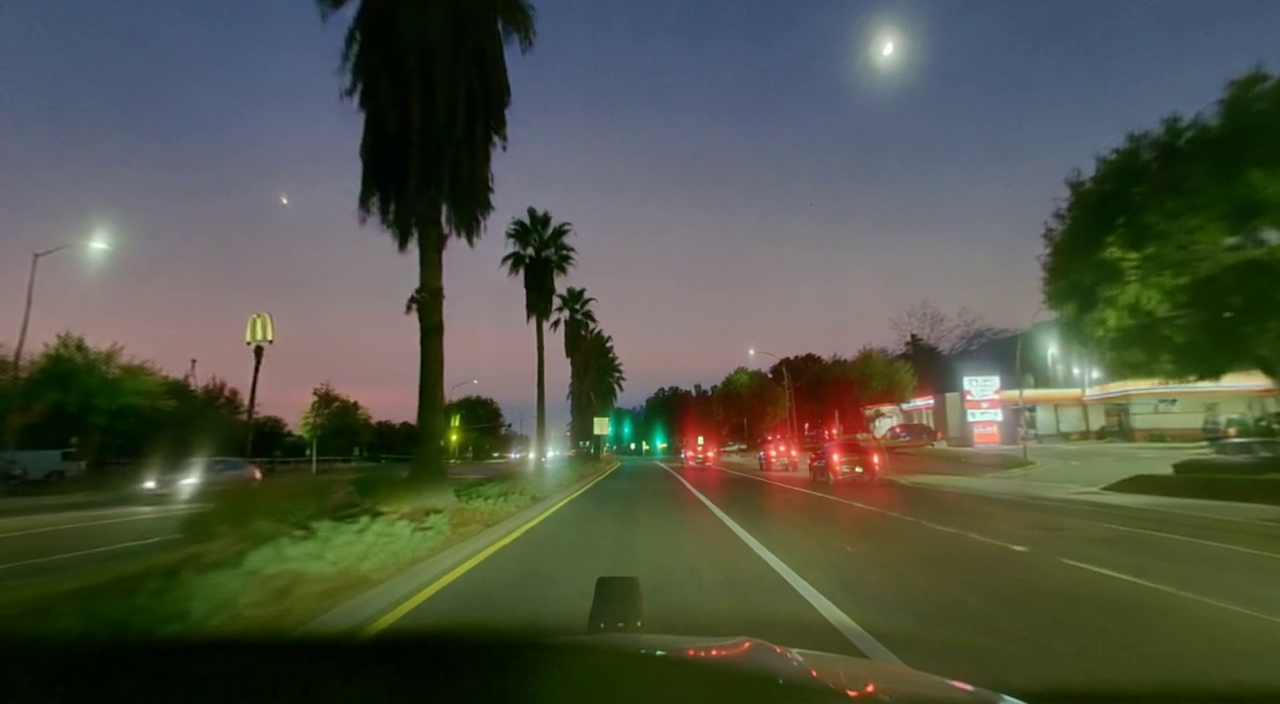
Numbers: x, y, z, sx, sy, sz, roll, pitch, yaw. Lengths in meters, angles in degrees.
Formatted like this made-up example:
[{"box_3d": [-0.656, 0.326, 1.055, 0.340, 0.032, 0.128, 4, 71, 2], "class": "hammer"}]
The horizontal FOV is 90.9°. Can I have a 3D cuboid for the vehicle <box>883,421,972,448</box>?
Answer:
[{"box_3d": [18.701, 5.396, 41.212, 4.649, 1.662, 2.349, 0, -8, 1], "class": "vehicle"}]

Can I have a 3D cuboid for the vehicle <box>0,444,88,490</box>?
[{"box_3d": [-32.837, 6.043, 32.876, 2.415, 2.234, 6.082, -1, -11, 1], "class": "vehicle"}]

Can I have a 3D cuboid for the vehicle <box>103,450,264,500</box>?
[{"box_3d": [-16.912, 4.556, 23.831, 2.167, 1.622, 5.184, 0, -8, 0], "class": "vehicle"}]
